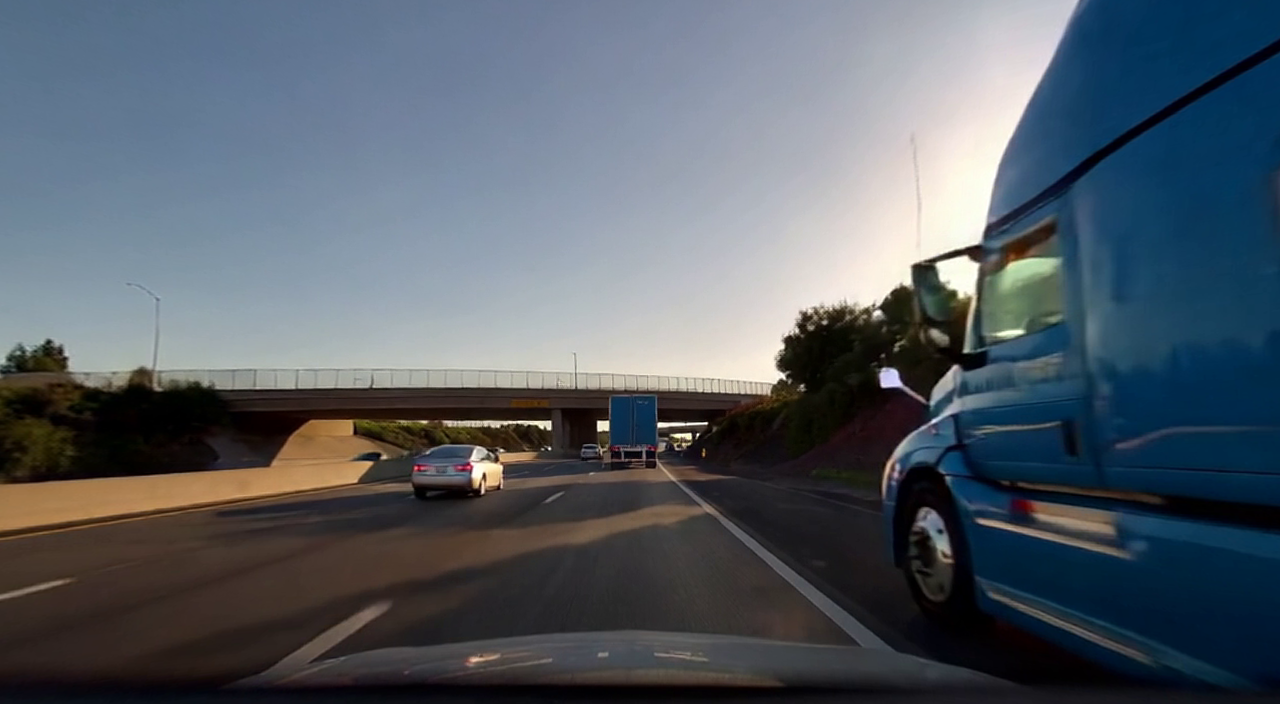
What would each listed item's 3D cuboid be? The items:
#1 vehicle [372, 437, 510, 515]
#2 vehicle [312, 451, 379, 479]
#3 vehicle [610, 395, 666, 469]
[{"bbox_3d":[-4.330,2.746,14.317,1.895,1.500,3.808,0,-9,0],"label":"vehicle"},{"bbox_3d":[-17.286,6.645,37.069,1.864,1.503,4.270,0,-9,0],"label":"vehicle"},{"bbox_3d":[-0.166,5.301,40.384,3.123,4.094,10.812,0,-9,-1],"label":"vehicle"}]
